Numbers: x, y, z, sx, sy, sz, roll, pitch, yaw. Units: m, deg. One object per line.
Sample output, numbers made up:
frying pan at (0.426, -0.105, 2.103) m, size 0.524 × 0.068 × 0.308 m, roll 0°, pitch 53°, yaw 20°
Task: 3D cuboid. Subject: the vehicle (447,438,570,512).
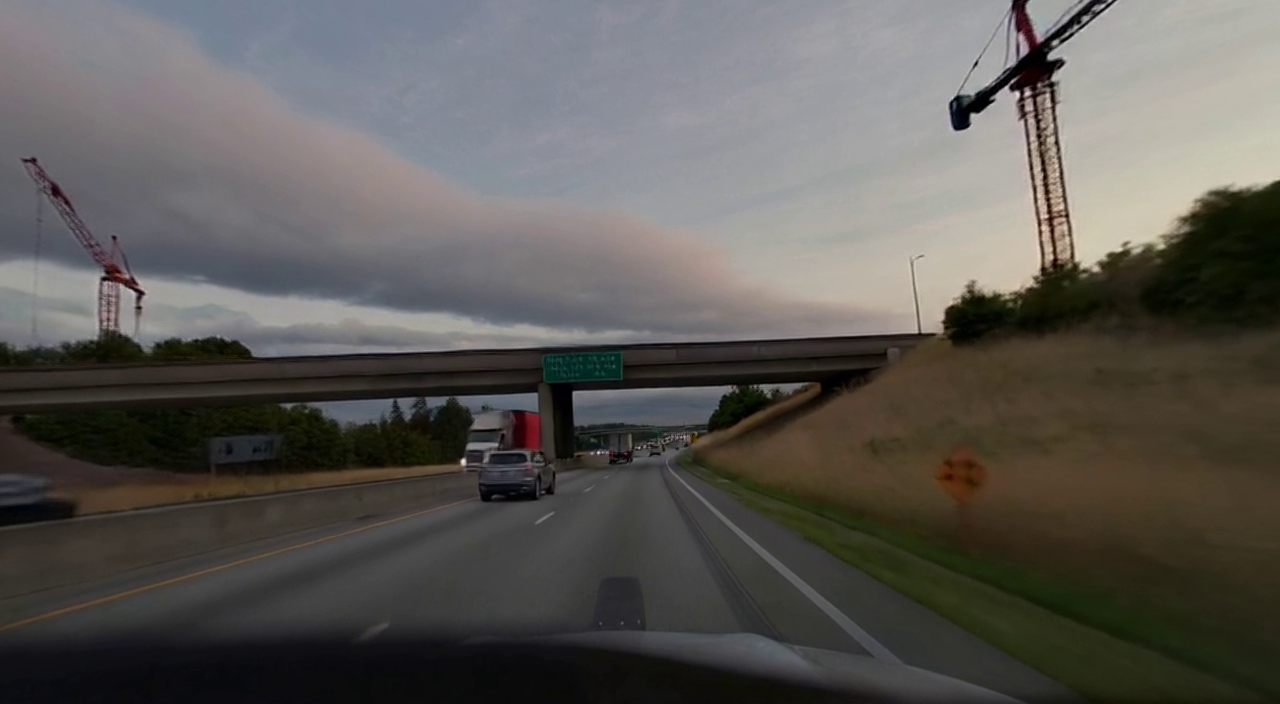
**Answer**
vehicle at (-3.197, 3.093, 16.271) m, size 2.194 × 1.648 × 3.984 m, roll 0°, pitch -9°, yaw 1°
